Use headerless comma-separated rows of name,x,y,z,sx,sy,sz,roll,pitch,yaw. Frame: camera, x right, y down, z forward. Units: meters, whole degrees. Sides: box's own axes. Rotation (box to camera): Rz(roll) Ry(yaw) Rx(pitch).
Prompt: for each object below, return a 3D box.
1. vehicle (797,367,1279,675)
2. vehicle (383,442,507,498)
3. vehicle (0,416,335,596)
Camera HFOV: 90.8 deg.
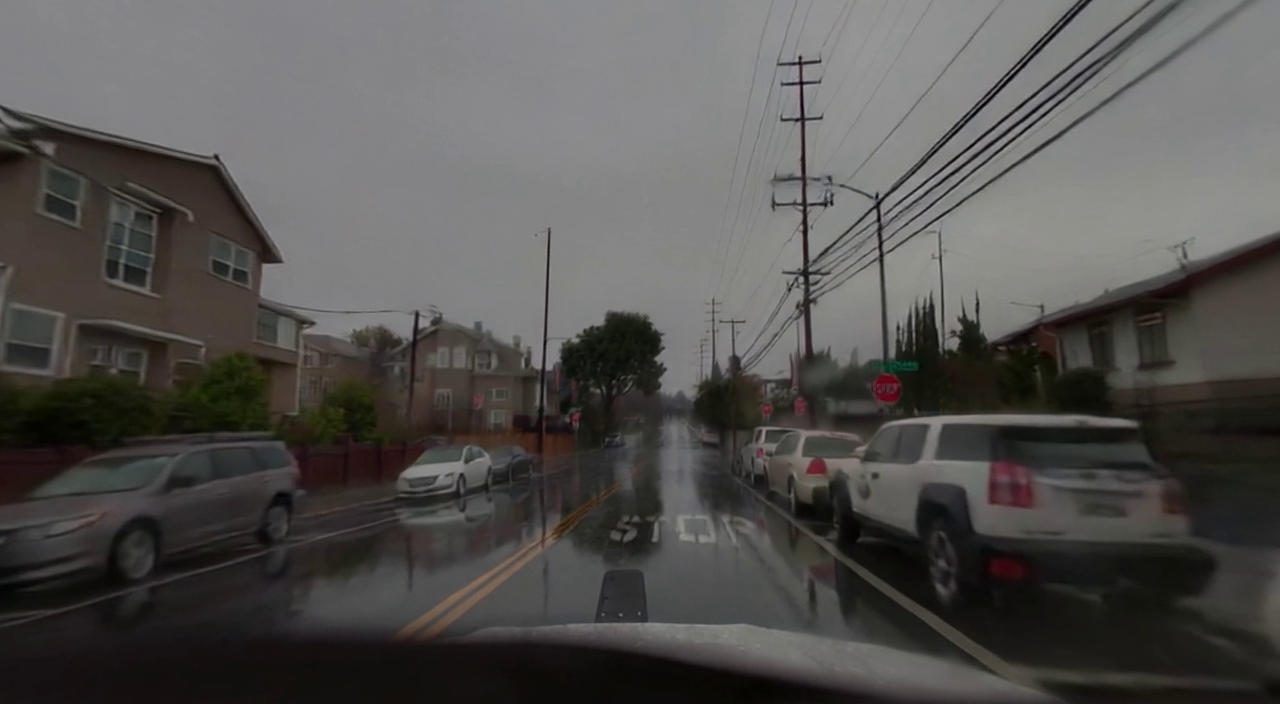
vehicle,3.324,1.370,6.398,2.337,1.838,5.029,0,-8,2
vehicle,-5.548,3.395,18.676,2.098,1.454,4.449,0,-8,2
vehicle,-6.197,1.834,8.454,1.917,1.759,4.226,-1,-8,3
